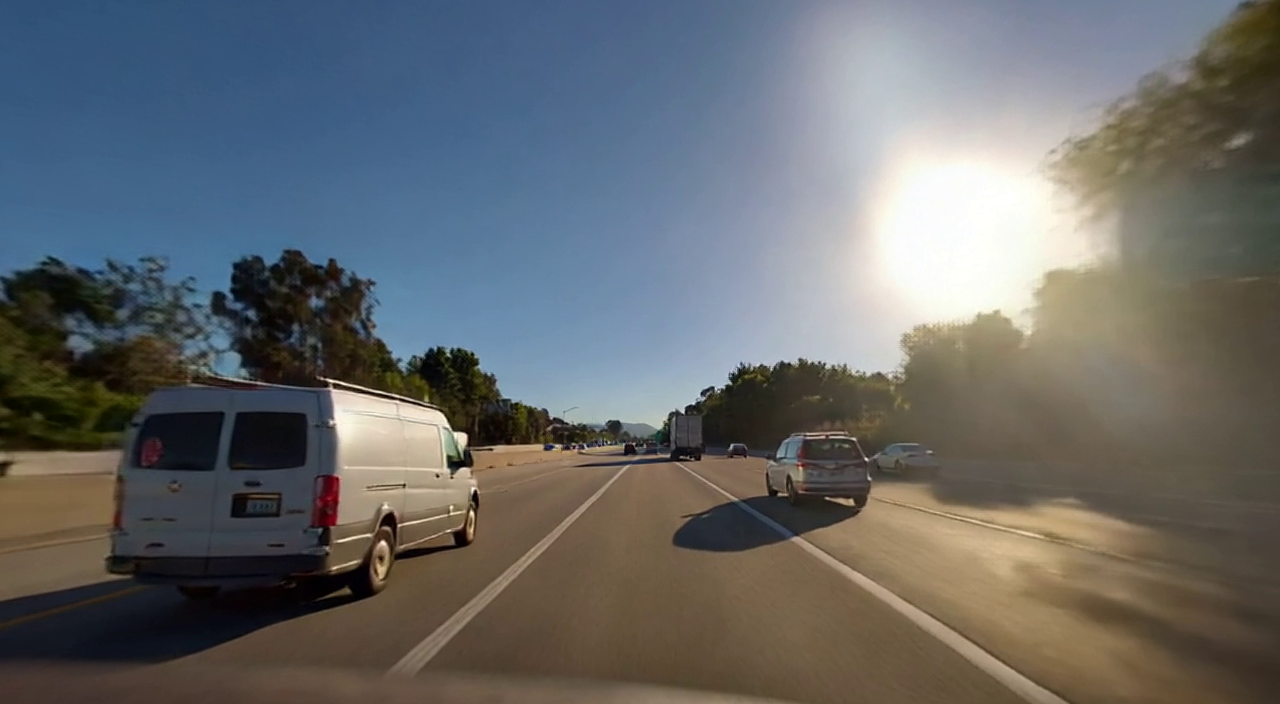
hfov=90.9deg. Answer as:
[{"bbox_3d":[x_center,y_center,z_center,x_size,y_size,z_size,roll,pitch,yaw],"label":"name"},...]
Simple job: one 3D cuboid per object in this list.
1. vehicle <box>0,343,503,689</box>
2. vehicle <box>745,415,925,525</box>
[{"bbox_3d":[-3.114,1.296,6.270,2.159,1.922,5.345,0,-8,1],"label":"vehicle"},{"bbox_3d":[3.728,2.367,13.206,2.209,1.862,4.717,0,-8,0],"label":"vehicle"}]
